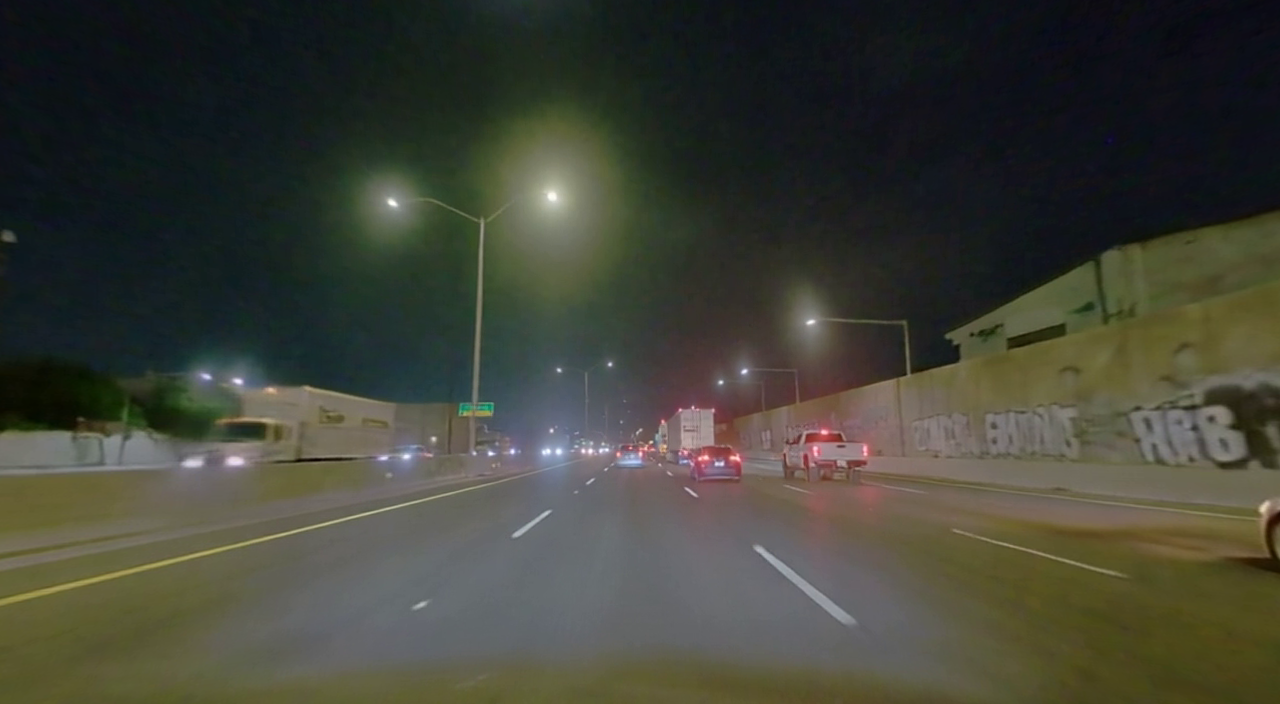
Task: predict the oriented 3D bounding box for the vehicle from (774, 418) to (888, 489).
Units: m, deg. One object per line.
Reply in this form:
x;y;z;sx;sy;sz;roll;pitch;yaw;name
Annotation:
7.147;3.928;24.629;2.322;2.360;6.433;0;-9;-1;vehicle

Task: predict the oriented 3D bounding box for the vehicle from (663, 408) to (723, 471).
3.422;6.141;43.805;2.976;3.806;10.591;0;-9;-2;vehicle

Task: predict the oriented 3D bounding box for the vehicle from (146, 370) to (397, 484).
-14.064;3.303;26.257;3.011;3.586;12.393;0;-9;0;vehicle

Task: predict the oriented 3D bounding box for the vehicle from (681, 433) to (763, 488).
2.967;4.111;24.228;2.249;1.843;5.176;0;-9;-2;vehicle

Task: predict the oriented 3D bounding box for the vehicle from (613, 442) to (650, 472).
-0.510;6.144;37.112;2.073;1.640;3.990;0;-9;-1;vehicle
